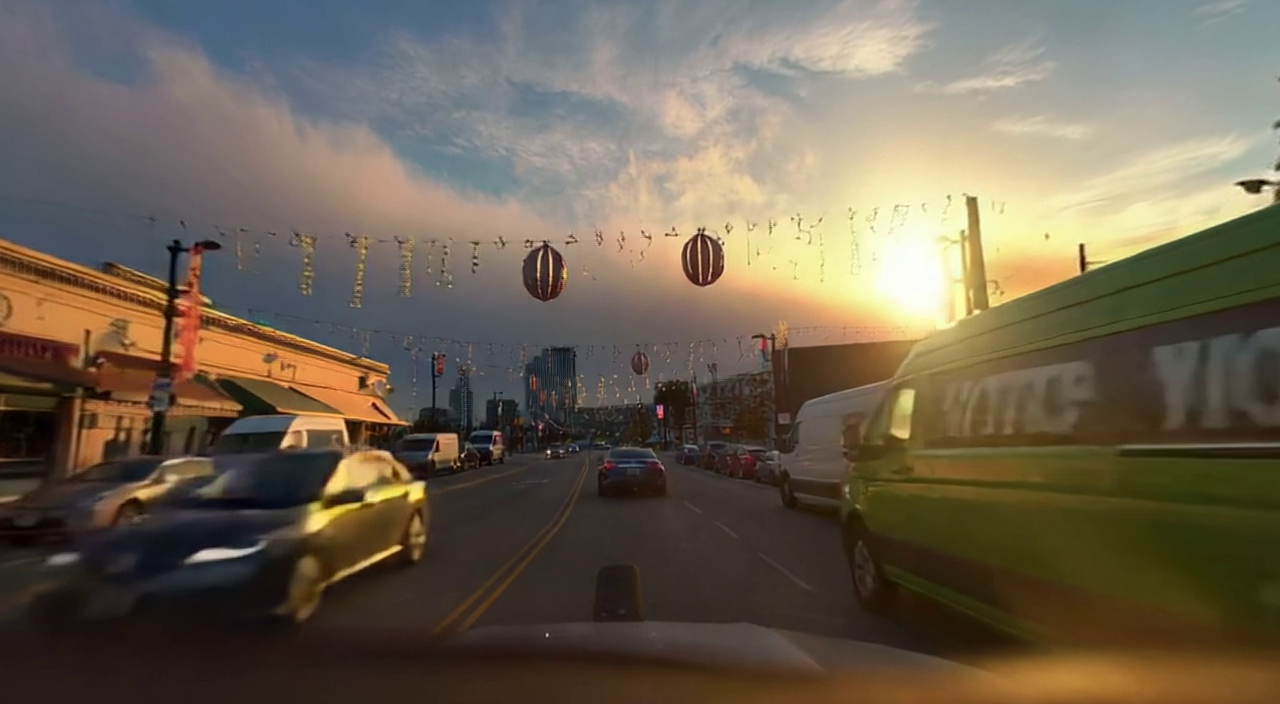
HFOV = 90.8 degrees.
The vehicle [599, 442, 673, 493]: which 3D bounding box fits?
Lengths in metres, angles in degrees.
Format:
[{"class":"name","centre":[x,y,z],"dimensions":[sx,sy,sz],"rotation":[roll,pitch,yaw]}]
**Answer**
[{"class":"vehicle","centre":[-0.170,3.668,20.445],"dimensions":[2.112,1.464,4.411],"rotation":[0,-8,-1]}]

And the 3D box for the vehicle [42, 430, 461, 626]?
[{"class":"vehicle","centre":[-3.625,1.688,7.133],"dimensions":[1.974,1.484,4.400],"rotation":[0,-9,-1]}]

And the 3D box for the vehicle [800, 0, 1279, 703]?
[{"class":"vehicle","centre":[2.937,0.284,2.763],"dimensions":[2.419,2.927,6.907],"rotation":[0,-8,-2]}]
